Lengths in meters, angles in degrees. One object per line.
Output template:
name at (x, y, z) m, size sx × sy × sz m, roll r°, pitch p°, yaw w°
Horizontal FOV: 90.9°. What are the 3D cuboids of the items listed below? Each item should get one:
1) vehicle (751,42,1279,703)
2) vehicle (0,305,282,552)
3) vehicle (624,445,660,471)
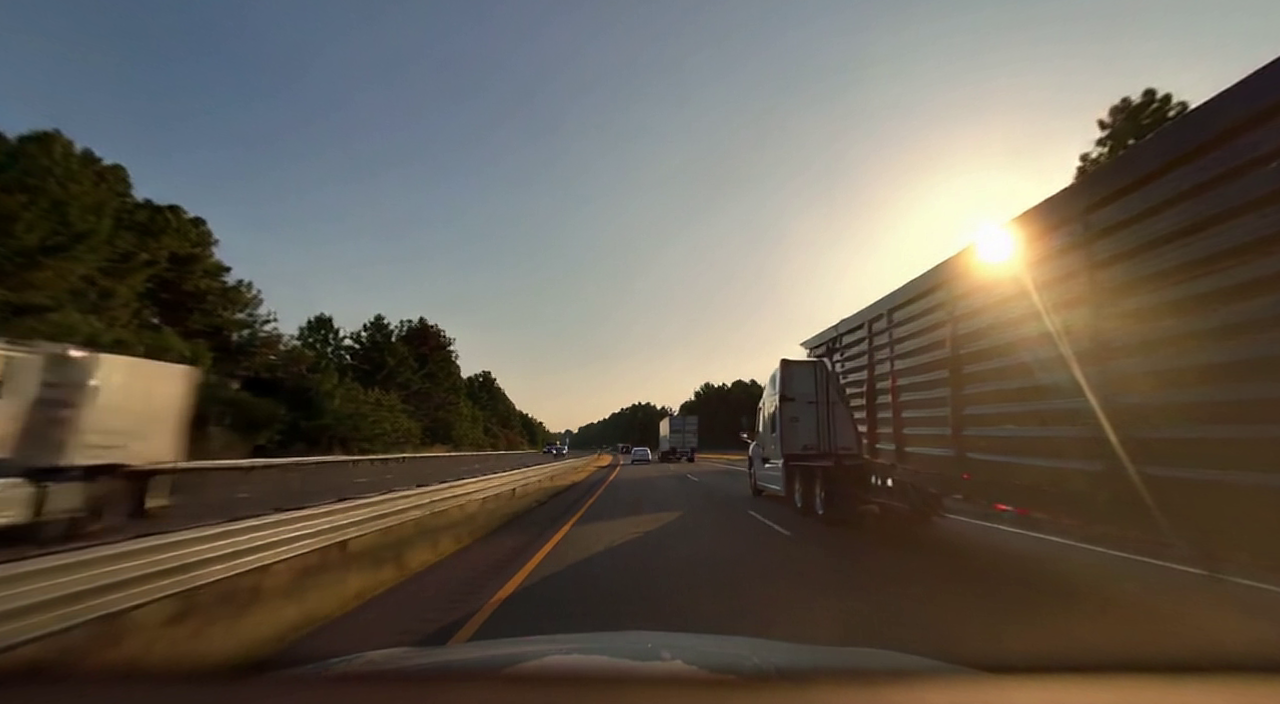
vehicle at (4.533, 1.106, 8.957) m, size 2.867 × 3.571 × 14.305 m, roll 0°, pitch -9°, yaw -2°
vehicle at (-8.862, 1.242, 9.556) m, size 2.632 × 2.884 × 7.040 m, roll 0°, pitch -9°, yaw 0°
vehicle at (0.050, 6.481, 38.742) m, size 2.051 × 1.513 × 4.511 m, roll 0°, pitch -9°, yaw -1°
